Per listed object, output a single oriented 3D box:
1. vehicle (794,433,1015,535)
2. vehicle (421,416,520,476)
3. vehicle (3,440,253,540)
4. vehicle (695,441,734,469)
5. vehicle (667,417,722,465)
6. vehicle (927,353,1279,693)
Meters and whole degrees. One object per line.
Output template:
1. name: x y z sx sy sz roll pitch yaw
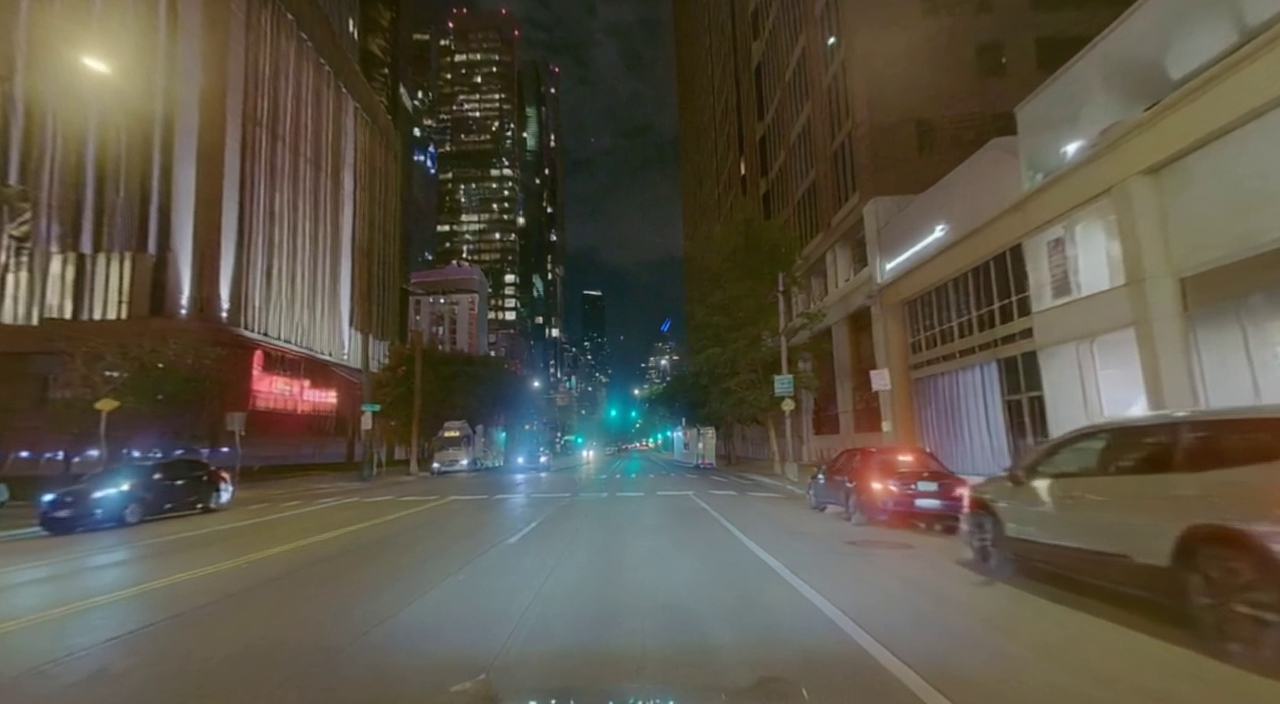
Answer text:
1. vehicle: 4.527 2.311 11.739 2.079 1.501 4.385 0 -8 -2
2. vehicle: -11.245 6.421 43.539 3.049 3.345 12.614 -4 -8 1
3. vehicle: -11.173 3.003 14.360 2.039 1.770 4.445 -3 -9 -1
4. vehicle: 4.391 6.145 37.818 1.891 1.535 4.068 0 -8 0
5. vehicle: 3.847 6.566 46.331 2.952 3.171 7.939 0 -8 -3
6. vehicle: 4.742 1.203 5.177 2.237 1.908 5.320 0 -8 0
